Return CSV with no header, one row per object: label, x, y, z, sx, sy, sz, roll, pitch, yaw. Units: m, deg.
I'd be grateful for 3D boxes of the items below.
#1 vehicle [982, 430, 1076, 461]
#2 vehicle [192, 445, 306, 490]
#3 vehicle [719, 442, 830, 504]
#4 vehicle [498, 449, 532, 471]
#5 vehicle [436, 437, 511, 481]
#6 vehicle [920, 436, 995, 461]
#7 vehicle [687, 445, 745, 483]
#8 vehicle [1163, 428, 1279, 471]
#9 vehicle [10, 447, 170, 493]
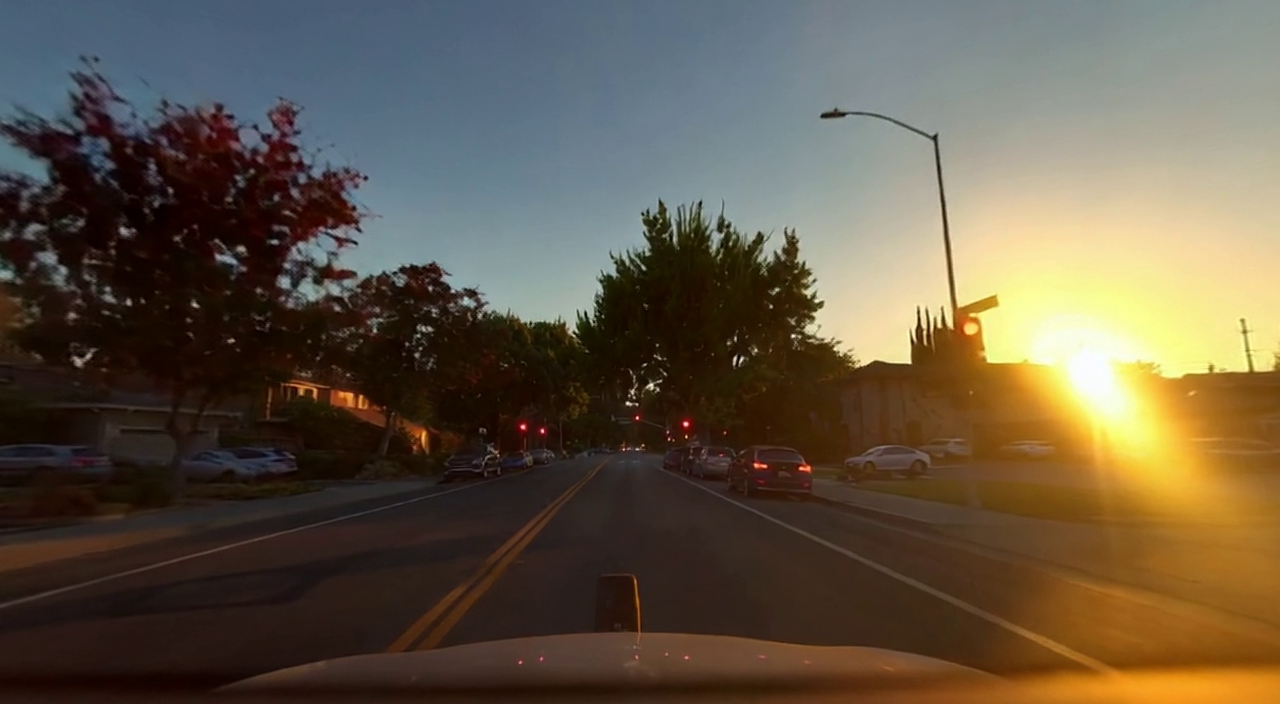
vehicle,24.380,5.894,39.733,4.476,1.795,2.055,-1,-9,-2
vehicle,-14.810,4.370,24.235,1.848,1.562,3.827,0,-9,1
vehicle,3.705,3.403,18.267,1.955,1.536,4.395,1,-9,-4
vehicle,-8.760,7.591,44.608,1.860,1.476,4.594,1,-9,-5
vehicle,-8.316,5.404,32.178,2.420,2.004,5.615,0,-9,-2
vehicle,24.273,7.423,48.423,4.599,1.759,2.060,-1,-9,-1
vehicle,3.220,4.822,27.566,1.809,1.513,4.264,0,-9,-3
vehicle,24.844,4.028,26.252,4.213,1.644,2.105,-1,-9,0
vehicle,-20.597,4.398,23.995,1.959,1.485,4.666,-2,-9,-1
